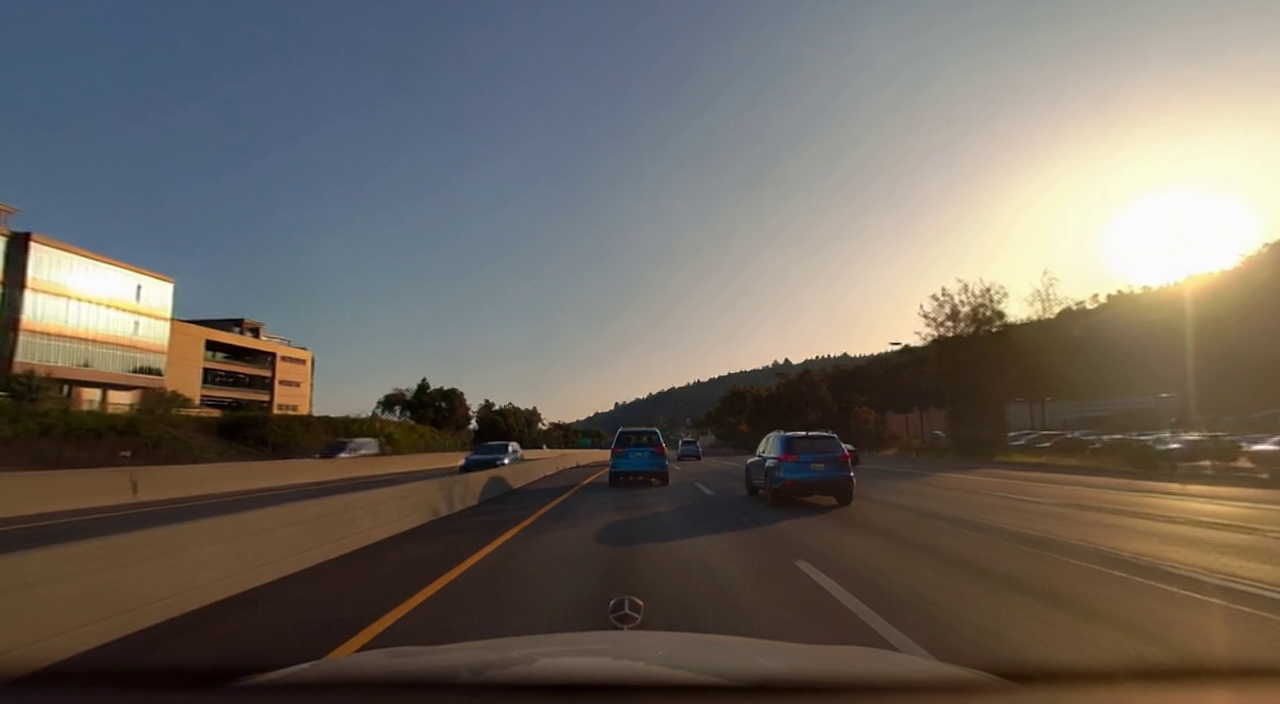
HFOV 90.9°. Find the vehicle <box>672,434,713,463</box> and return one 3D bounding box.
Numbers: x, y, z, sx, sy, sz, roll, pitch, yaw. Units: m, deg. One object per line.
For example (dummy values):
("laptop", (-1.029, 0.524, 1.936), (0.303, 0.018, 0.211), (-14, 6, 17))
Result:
("vehicle", (3.755, 7.043, 46.185), (2.328, 1.987, 5.440), (0, -8, -1))

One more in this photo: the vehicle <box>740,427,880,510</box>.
("vehicle", (3.637, 2.577, 14.382), (2.042, 1.592, 4.047), (0, -8, 0))

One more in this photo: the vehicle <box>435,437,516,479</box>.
("vehicle", (-6.997, 4.563, 27.428), (2.201, 1.622, 4.716), (0, -8, 1))

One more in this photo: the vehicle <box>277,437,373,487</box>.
("vehicle", (-14.160, 4.937, 28.711), (2.097, 1.967, 4.612), (-2, -8, -1))

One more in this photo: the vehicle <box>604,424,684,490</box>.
("vehicle", (0.138, 3.337, 20.357), (2.290, 1.862, 4.454), (0, -8, 0))
